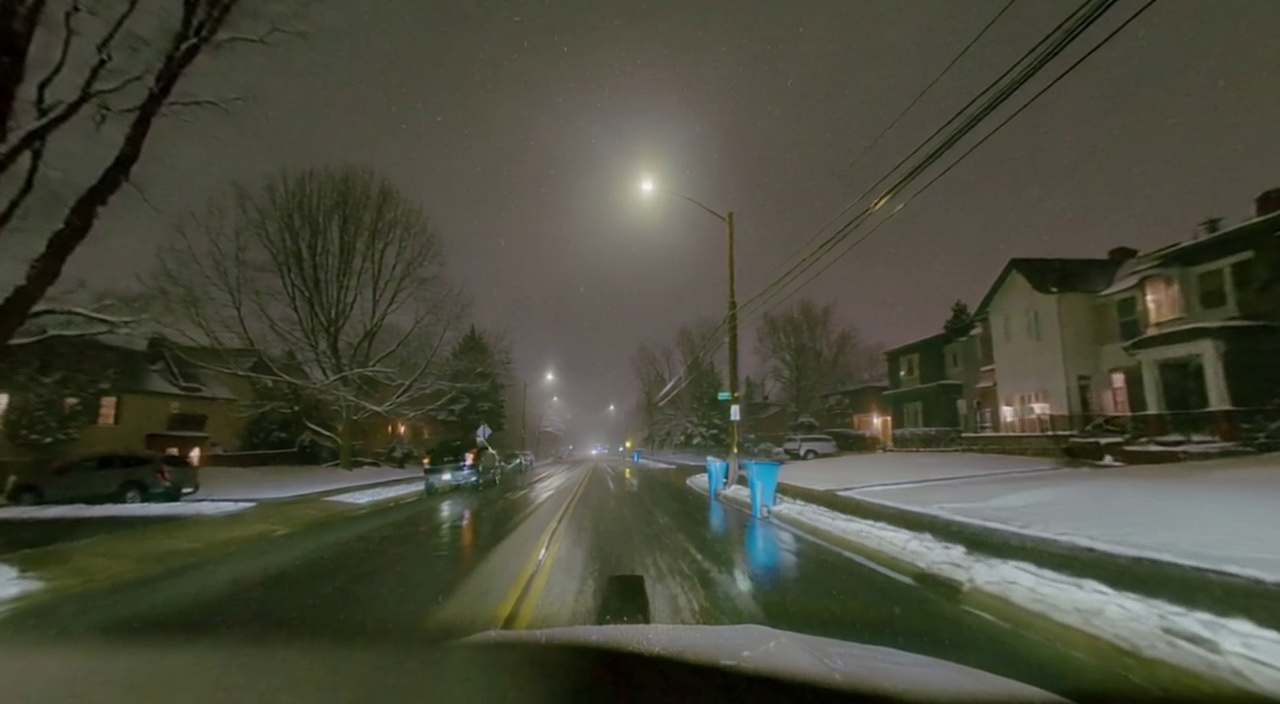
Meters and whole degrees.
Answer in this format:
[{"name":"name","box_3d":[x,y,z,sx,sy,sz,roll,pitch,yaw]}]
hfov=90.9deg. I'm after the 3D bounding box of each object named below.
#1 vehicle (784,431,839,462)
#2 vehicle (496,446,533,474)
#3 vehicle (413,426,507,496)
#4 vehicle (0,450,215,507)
[{"name":"vehicle","box_3d":[10.945,6.014,40.529,1.936,1.687,4.714,-4,-7,-2]},{"name":"vehicle","box_3d":[-8.578,7.405,43.519,1.945,1.530,4.430,-4,-7,-5]},{"name":"vehicle","box_3d":[-7.256,4.387,26.191,2.223,2.115,5.707,5,-4,-2]},{"name":"vehicle","box_3d":[-15.762,3.760,18.858,4.617,1.491,1.953,-1,-10,-2]}]
